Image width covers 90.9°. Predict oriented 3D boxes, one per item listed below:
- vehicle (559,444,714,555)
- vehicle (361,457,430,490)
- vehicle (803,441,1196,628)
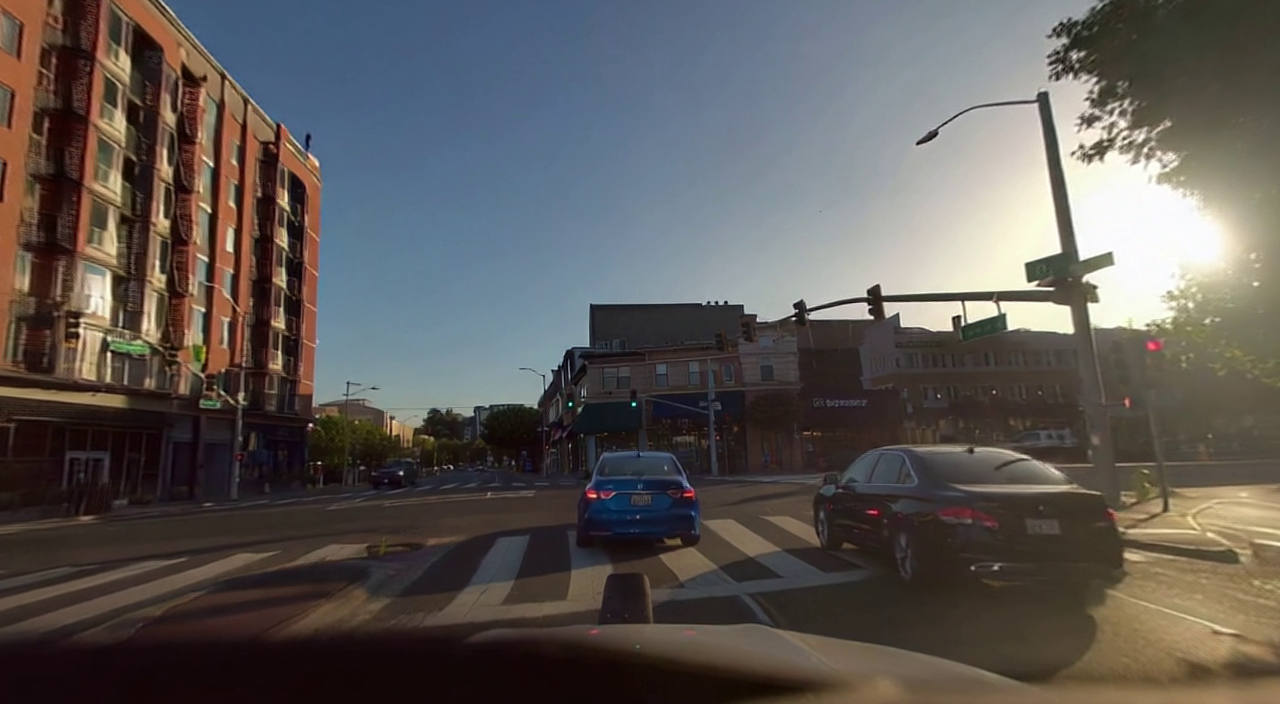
[{"bbox_3d":[-0.070,2.319,10.647,2.094,1.481,4.078,0,-9,-1],"label":"vehicle"},{"bbox_3d":[-14.713,7.303,38.251,2.126,1.782,4.880,0,-9,1],"label":"vehicle"},{"bbox_3d":[3.342,1.729,7.004,1.860,1.430,4.089,0,-9,-1],"label":"vehicle"}]
